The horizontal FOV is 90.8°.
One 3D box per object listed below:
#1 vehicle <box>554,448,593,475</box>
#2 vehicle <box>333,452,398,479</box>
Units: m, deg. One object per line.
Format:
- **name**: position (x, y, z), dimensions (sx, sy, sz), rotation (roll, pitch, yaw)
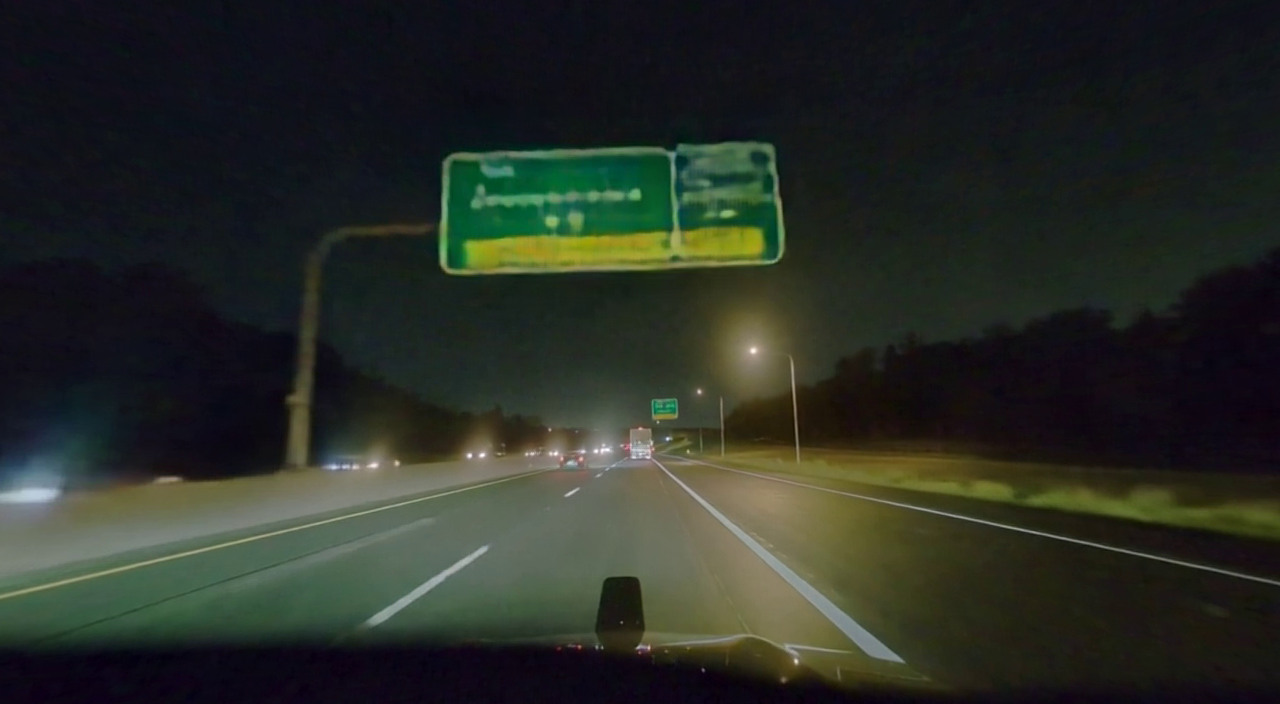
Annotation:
- **vehicle**: position (-3.868, 6.464, 37.435), dimensions (1.886, 1.465, 4.119), rotation (0, -9, 0)
- **vehicle**: position (-16.803, 6.950, 38.826), dimensions (1.938, 1.530, 4.463), rotation (0, -9, 1)
